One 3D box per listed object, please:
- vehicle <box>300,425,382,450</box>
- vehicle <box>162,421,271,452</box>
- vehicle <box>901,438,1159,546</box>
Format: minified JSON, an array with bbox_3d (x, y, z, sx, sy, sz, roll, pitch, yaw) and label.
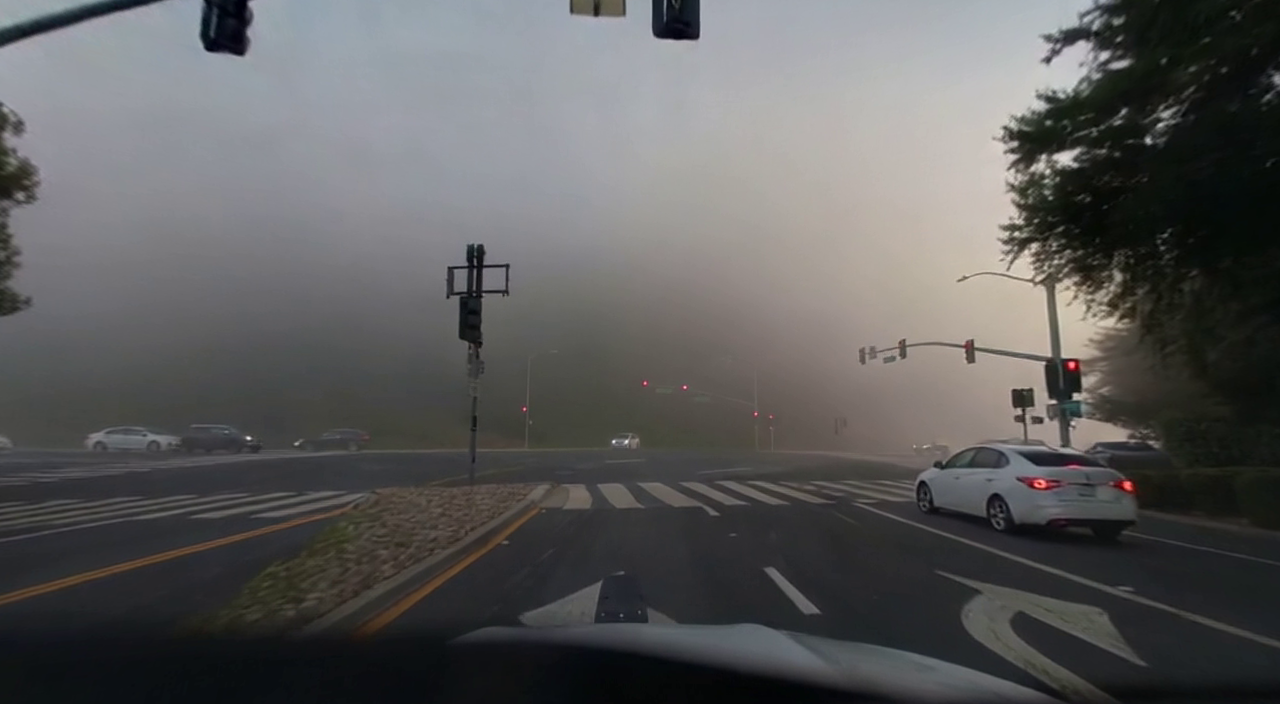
[{"bbox_3d":[-19.219,5.527,40.622,4.683,1.495,2.119,-3,-9,23],"label":"vehicle"},{"bbox_3d":[-22.467,4.533,33.686,4.331,1.544,1.896,3,-9,-16],"label":"vehicle"},{"bbox_3d":[6.247,2.237,10.828,1.815,1.417,4.125,2,-8,0],"label":"vehicle"}]
